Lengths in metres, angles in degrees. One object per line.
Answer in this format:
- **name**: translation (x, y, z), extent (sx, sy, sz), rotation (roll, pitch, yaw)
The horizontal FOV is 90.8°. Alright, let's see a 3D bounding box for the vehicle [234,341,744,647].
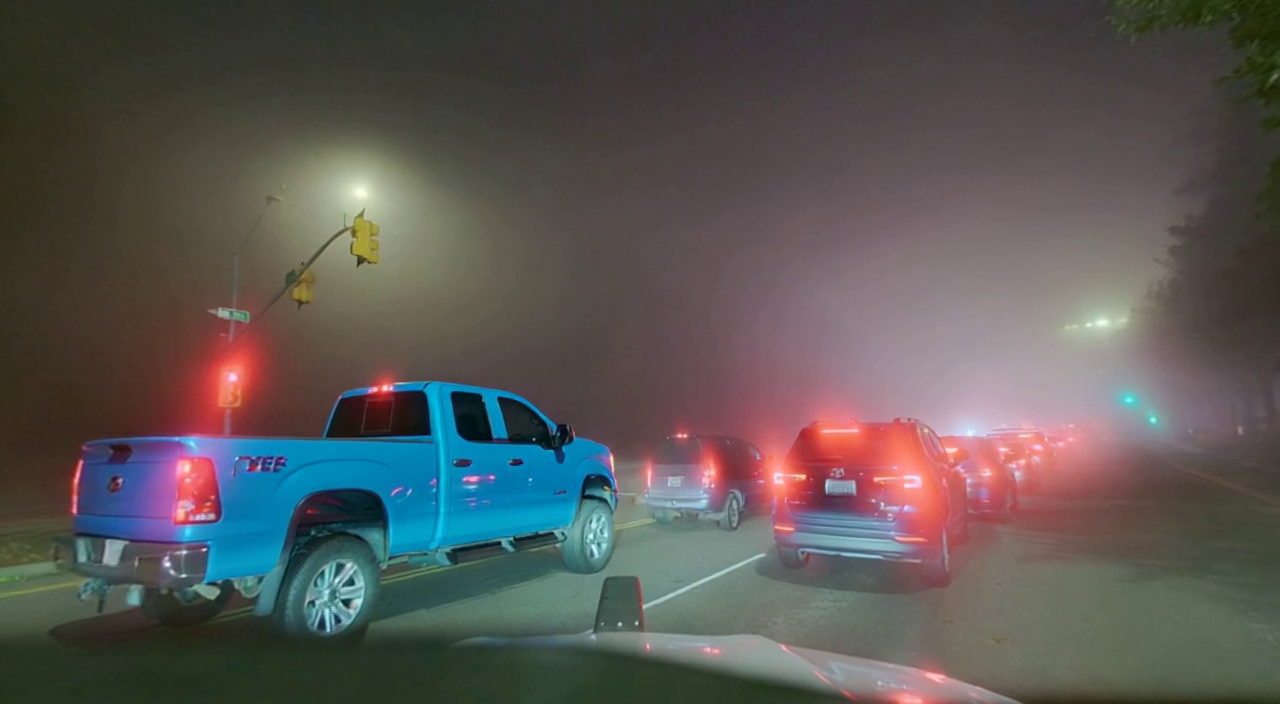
- **vehicle**: translation (-0.877, 1.398, 7.463), extent (2.272, 2.016, 6.146), rotation (-5, -10, 27)

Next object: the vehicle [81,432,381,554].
- **vehicle**: translation (-8.347, 2.797, 13.446), extent (2.174, 2.057, 4.738), rotation (-6, -10, 33)

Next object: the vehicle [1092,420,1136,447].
- **vehicle**: translation (32.792, 5.677, 43.726), extent (2.160, 1.790, 4.303), rotation (-6, -10, 35)

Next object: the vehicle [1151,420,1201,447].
- **vehicle**: translation (35.762, 5.479, 42.194), extent (2.183, 1.714, 4.491), rotation (-7, -11, 37)

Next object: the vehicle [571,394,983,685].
- **vehicle**: translation (1.718, 1.378, 5.990), extent (2.027, 1.549, 4.801), rotation (-6, -10, 35)
